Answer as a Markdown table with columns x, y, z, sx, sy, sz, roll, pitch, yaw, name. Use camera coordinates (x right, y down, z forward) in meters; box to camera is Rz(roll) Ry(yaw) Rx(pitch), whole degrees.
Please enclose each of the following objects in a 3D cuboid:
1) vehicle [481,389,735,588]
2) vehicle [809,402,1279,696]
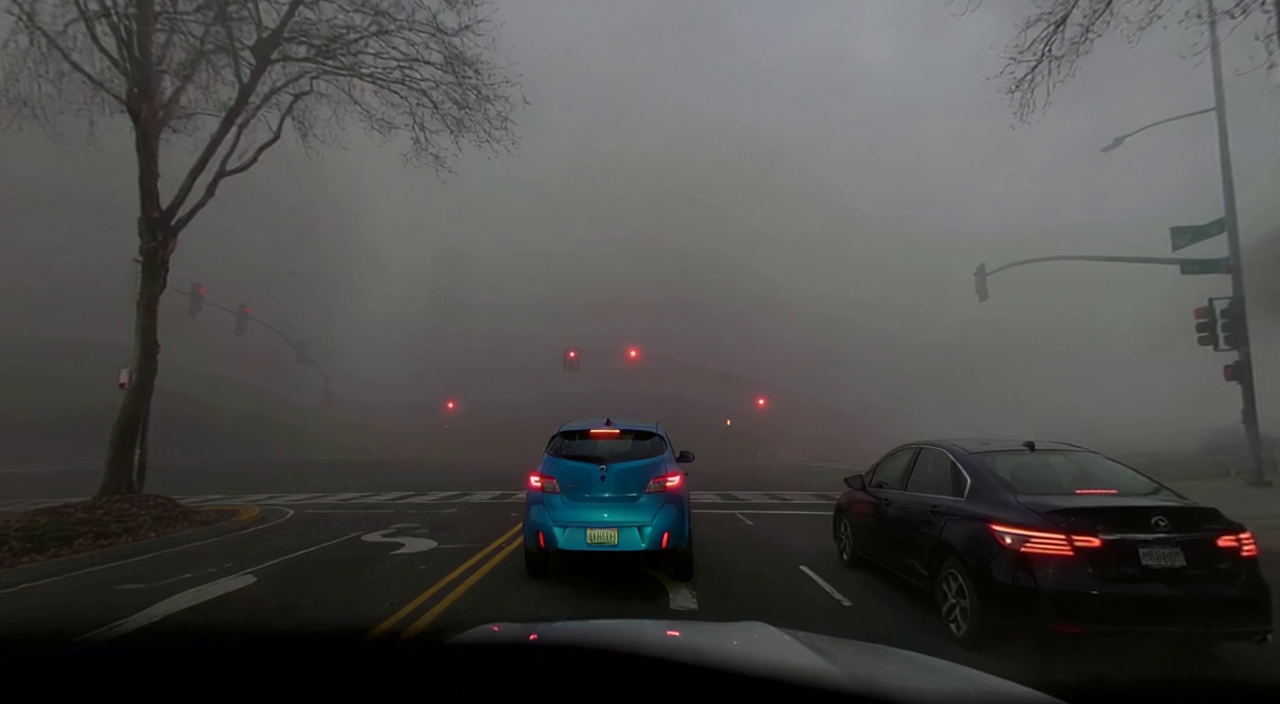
| x | y | z | sx | sy | sz | roll | pitch | yaw | name |
| --- | --- | --- | --- | --- | --- | --- | --- | --- | --- |
| -0.344 | 1.528 | 7.808 | 2.247 | 1.760 | 4.231 | 0 | -9 | -2 | vehicle |
| 3.171 | 1.401 | 5.764 | 1.932 | 1.562 | 4.629 | 0 | -9 | -1 | vehicle |
